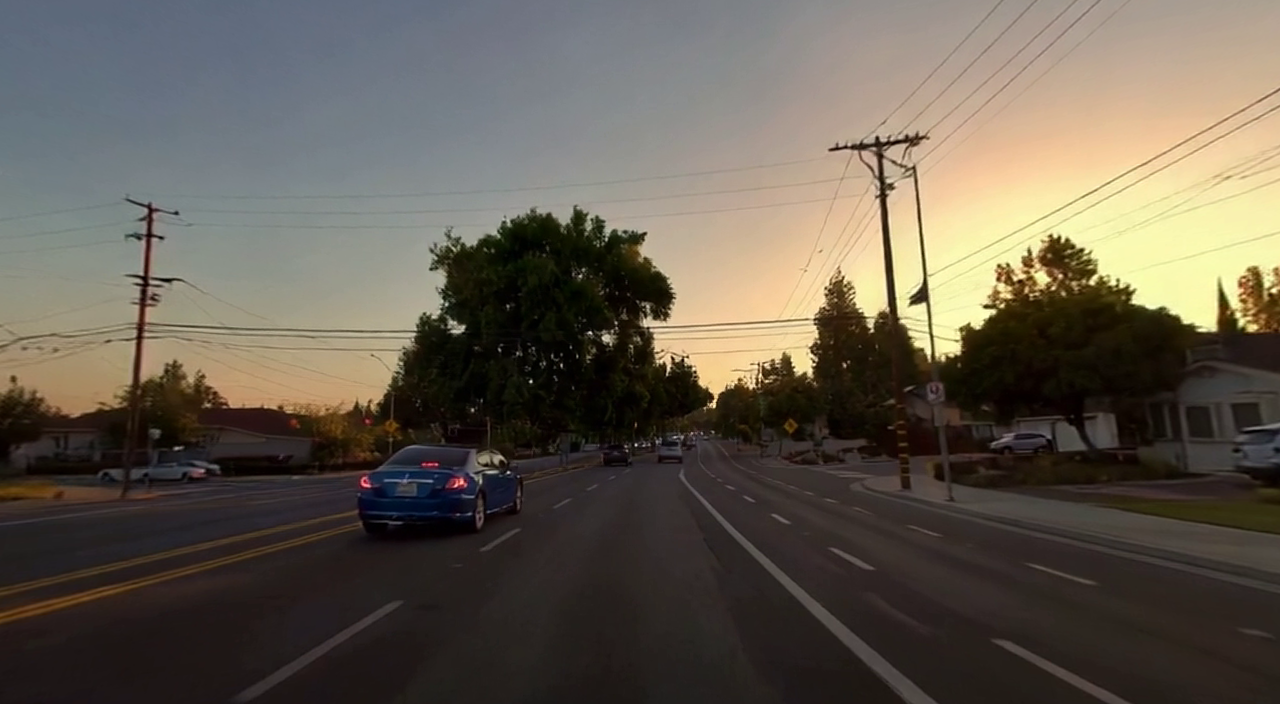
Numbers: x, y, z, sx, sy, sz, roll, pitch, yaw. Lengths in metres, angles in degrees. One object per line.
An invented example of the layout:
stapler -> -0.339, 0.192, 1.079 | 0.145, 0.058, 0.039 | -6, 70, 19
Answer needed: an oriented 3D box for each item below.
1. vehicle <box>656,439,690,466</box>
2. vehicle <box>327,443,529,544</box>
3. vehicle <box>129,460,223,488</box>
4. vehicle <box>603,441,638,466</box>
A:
vehicle -> 2.378, 7.101, 44.764 | 2.155, 1.836, 4.250 | -1, -8, 6
vehicle -> -3.424, 2.354, 11.277 | 1.901, 1.409, 4.442 | 0, -8, 2
vehicle -> -26.468, 6.965, 36.057 | 4.240, 1.442, 1.574 | 0, -8, 5
vehicle -> -1.372, 7.323, 45.718 | 1.899, 1.685, 4.121 | -1, -8, 7
